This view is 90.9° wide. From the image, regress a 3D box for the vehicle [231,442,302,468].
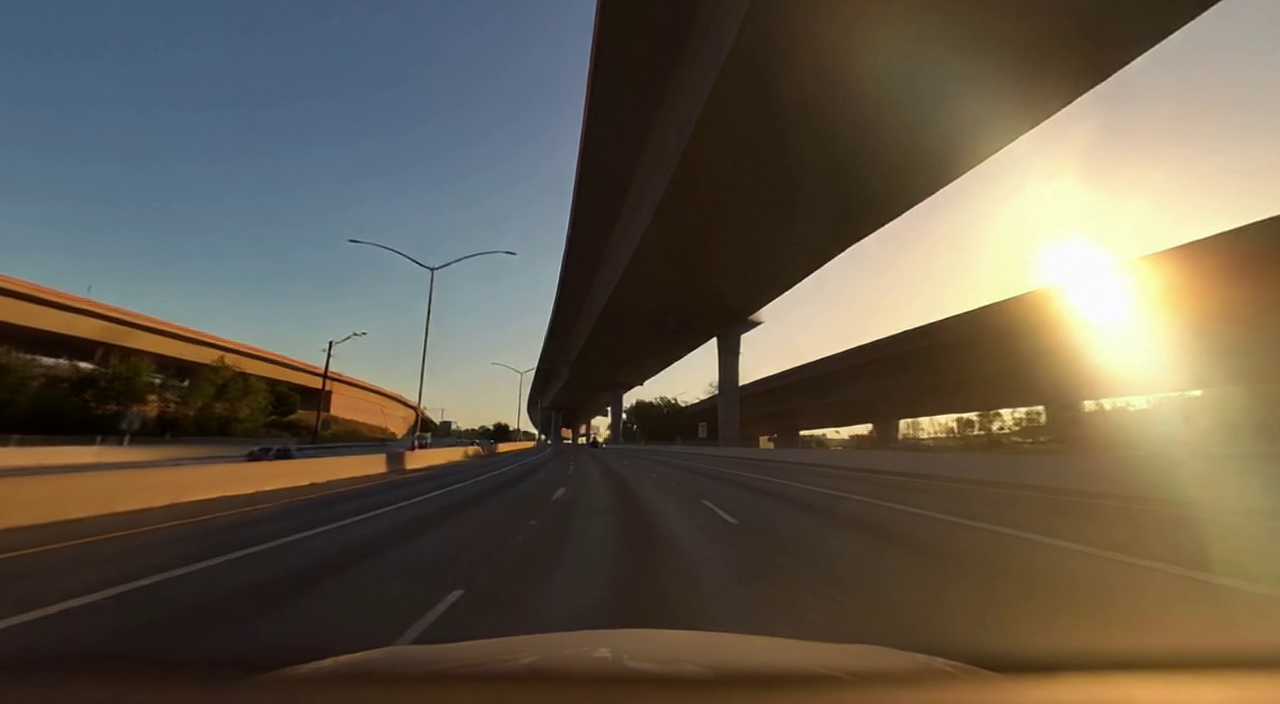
[{"bbox_3d":[-23.321,6.413,39.566,1.886,1.529,4.589,0,-8,-4],"label":"vehicle"}]
